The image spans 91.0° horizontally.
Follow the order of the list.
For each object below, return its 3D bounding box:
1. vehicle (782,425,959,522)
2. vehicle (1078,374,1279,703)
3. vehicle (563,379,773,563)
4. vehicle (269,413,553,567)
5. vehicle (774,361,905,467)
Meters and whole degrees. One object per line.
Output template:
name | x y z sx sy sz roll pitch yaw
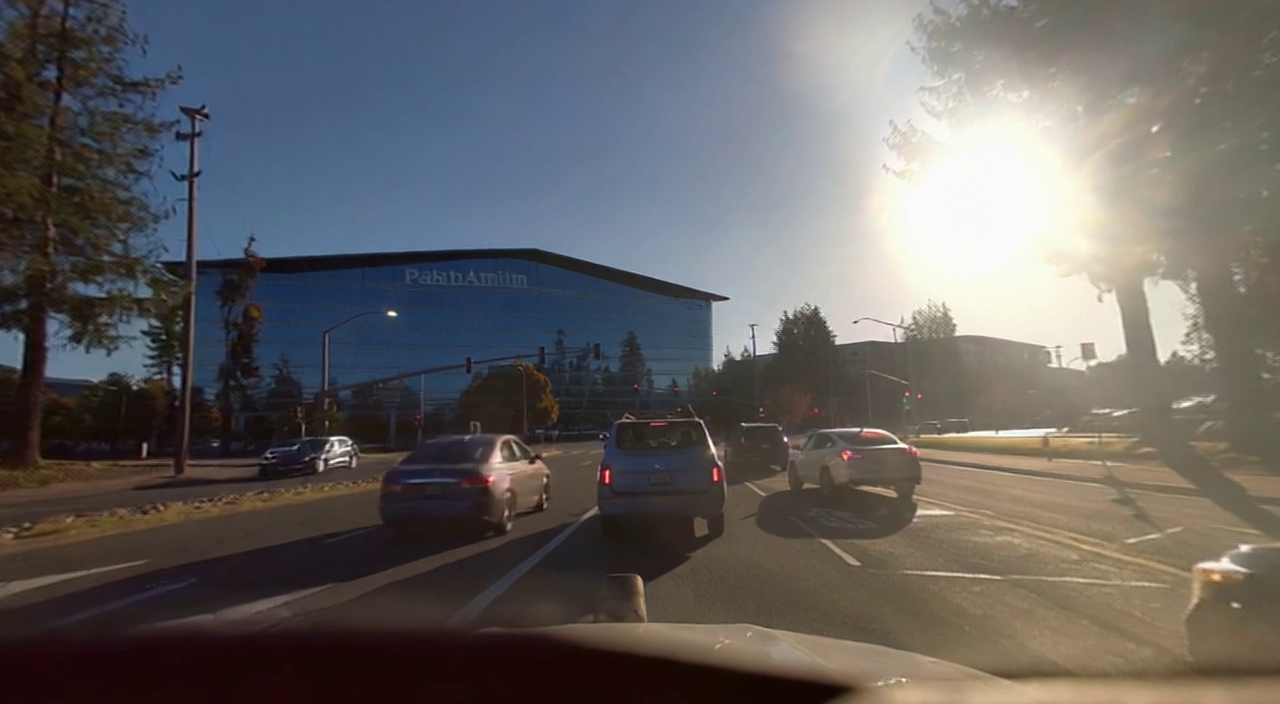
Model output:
vehicle | 3.986 2.158 11.714 1.862 1.451 4.083 0 -8 2
vehicle | 3.288 0.662 1.072 2.109 1.500 4.585 -1 -8 6
vehicle | 0.433 1.560 8.884 2.188 1.892 4.488 0 -8 4
vehicle | -2.593 1.678 8.415 2.010 1.515 4.152 0 -8 4
vehicle | 8.283 2.923 27.690 2.965 3.900 9.064 0 -8 1
